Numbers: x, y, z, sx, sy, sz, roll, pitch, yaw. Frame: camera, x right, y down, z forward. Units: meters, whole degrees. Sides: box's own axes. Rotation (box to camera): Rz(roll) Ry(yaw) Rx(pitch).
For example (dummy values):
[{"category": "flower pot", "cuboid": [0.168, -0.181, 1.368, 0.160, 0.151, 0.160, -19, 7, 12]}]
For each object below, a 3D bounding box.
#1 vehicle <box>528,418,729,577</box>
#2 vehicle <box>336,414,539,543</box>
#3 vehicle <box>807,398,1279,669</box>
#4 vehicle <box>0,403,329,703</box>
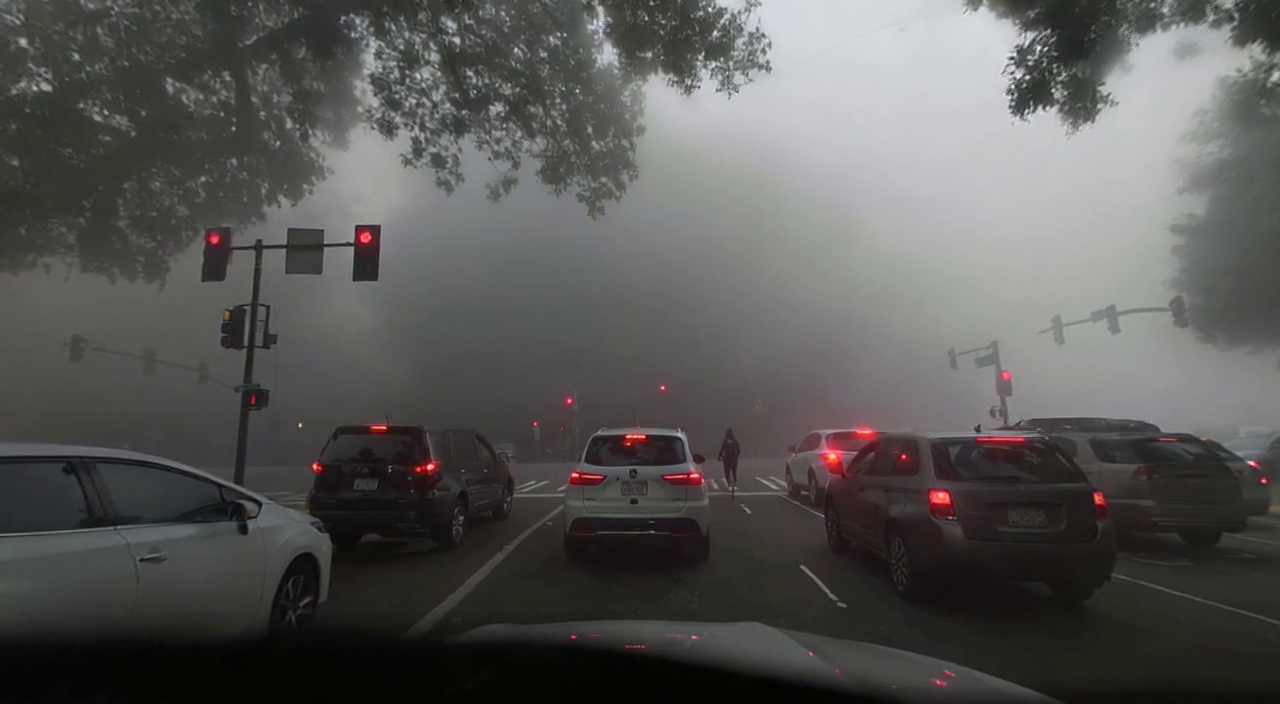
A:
[{"category": "vehicle", "cuboid": [-0.085, 1.804, 8.557, 2.106, 1.655, 3.717, 0, -8, 1]}, {"category": "vehicle", "cuboid": [-3.216, 2.109, 11.168, 2.048, 1.805, 4.405, 0, -8, 1]}, {"category": "vehicle", "cuboid": [3.239, 1.446, 6.195, 2.006, 1.659, 4.462, 0, -8, 1]}, {"category": "vehicle", "cuboid": [-3.343, 0.945, 2.367, 1.863, 1.495, 4.667, 0, -8, 2]}]
